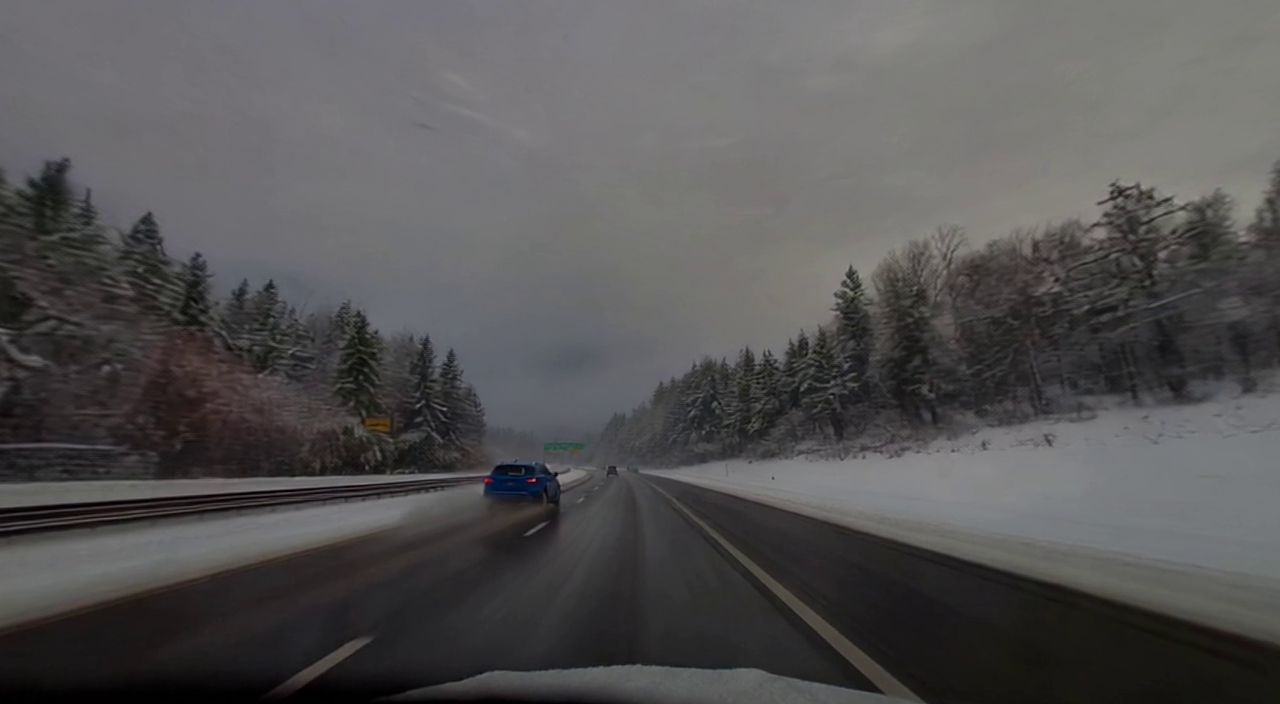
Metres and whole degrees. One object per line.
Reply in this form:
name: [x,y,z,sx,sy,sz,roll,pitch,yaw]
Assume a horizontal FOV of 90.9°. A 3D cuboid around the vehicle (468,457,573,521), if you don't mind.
vehicle: [-3.030,3.606,16.857,2.040,1.465,3.744,1,-11,0]
